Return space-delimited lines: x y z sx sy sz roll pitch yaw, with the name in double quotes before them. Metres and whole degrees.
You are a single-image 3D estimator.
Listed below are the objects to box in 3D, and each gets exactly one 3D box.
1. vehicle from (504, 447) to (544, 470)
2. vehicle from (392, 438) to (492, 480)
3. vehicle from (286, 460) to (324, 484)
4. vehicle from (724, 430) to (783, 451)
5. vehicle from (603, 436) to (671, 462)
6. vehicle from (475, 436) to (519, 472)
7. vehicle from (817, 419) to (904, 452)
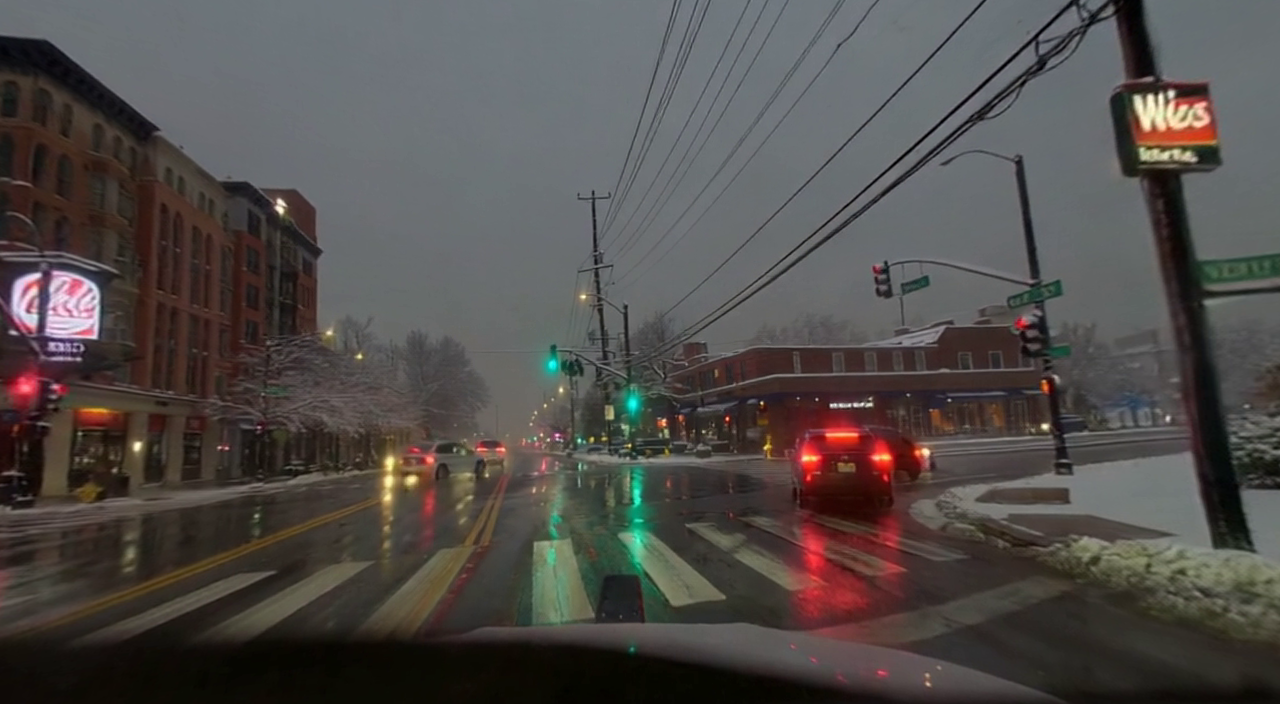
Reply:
"vehicle" -9.078 8.262 49.273 1.968 1.675 4.177 4 -10 -26
"vehicle" -8.094 4.433 26.325 2.166 1.579 4.300 -2 -9 11
"vehicle" -23.312 8.286 43.890 1.944 1.520 4.512 6 -11 -30
"vehicle" 7.795 6.134 43.625 1.866 1.430 3.901 5 -10 -31
"vehicle" -0.247 6.939 45.289 4.506 1.733 1.857 2 -9 -15
"vehicle" -7.603 5.418 33.843 2.105 1.761 4.292 1 -9 -10
"vehicle" 12.426 4.729 35.571 4.474 1.788 2.039 4 -10 -29
